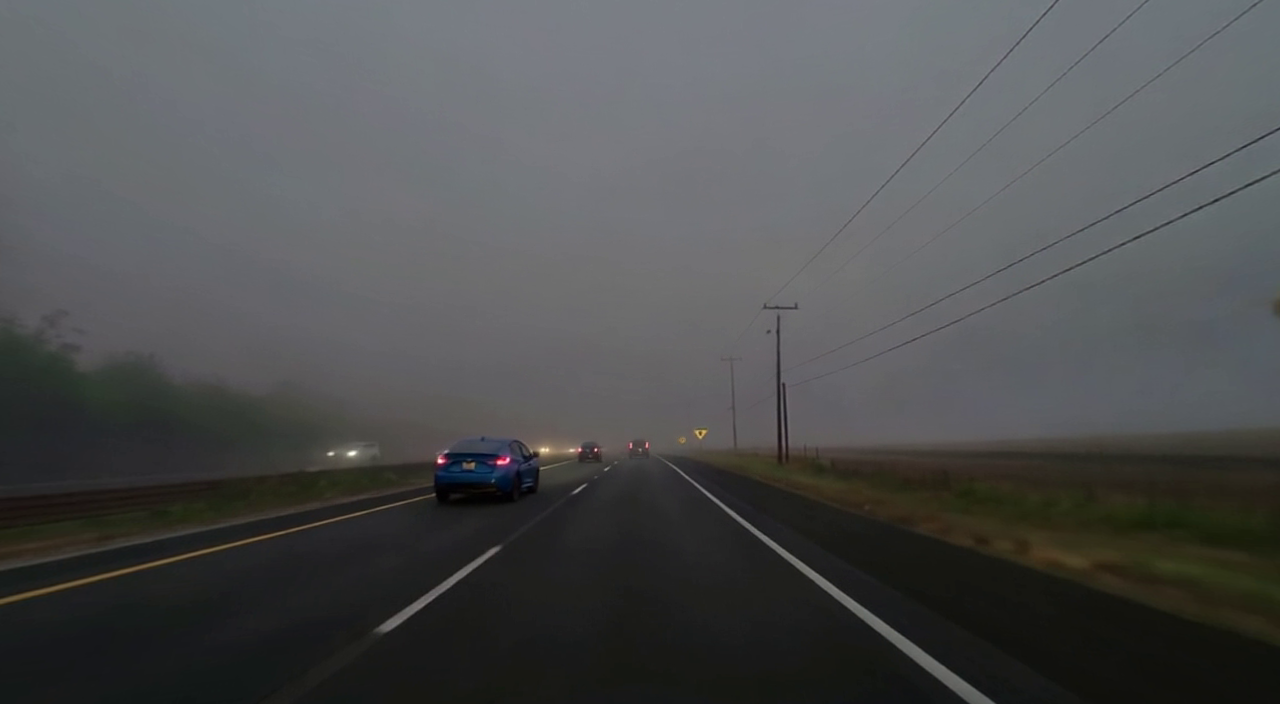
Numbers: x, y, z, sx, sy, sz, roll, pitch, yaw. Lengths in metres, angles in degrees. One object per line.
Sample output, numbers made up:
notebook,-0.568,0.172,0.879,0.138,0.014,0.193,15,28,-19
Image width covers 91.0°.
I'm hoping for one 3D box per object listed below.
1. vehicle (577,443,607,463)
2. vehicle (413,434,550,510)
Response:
vehicle,-3.706,7.916,49.540,1.953,1.517,4.407,0,-9,0
vehicle,-3.729,2.932,15.872,2.120,1.597,4.810,0,-9,1
